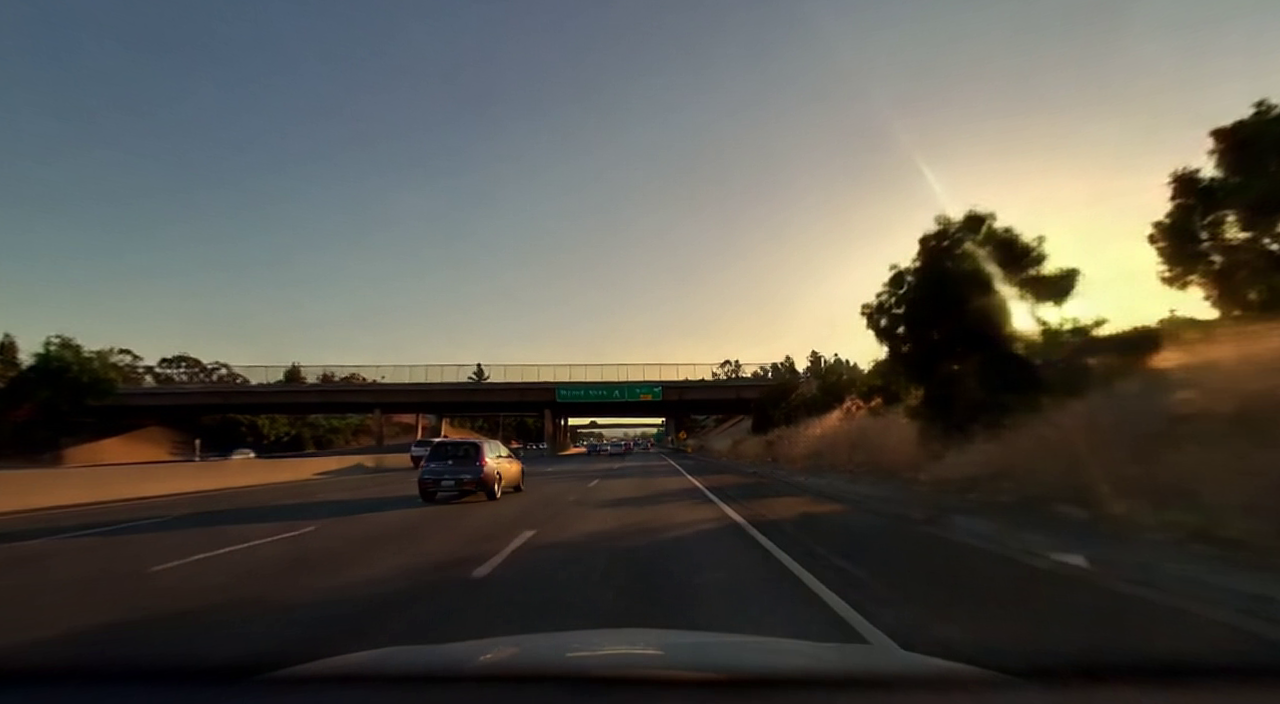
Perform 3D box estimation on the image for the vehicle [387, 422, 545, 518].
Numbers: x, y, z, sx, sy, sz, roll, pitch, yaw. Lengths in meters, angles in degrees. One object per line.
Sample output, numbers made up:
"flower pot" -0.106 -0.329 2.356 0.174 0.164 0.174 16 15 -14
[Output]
"vehicle" -3.453 2.443 13.482 2.048 1.705 4.384 0 -8 1
